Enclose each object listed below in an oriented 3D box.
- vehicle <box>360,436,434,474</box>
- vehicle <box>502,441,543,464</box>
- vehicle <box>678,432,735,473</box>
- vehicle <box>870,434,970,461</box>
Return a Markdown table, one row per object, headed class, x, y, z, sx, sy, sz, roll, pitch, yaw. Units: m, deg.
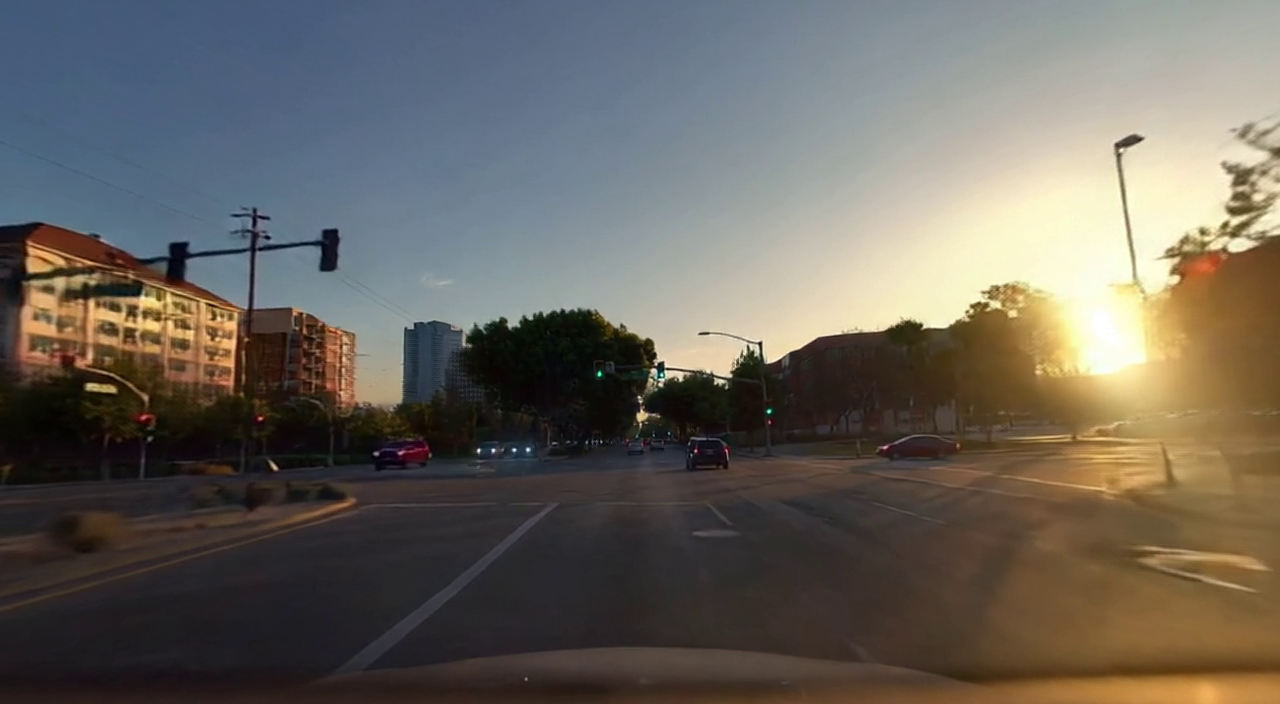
| class | x | y | z | sx | sy | sz | roll | pitch | yaw |
| --- | --- | --- | --- | --- | --- | --- | --- | --- | --- |
| vehicle | -12.245 | 5.221 | 32.171 | 1.951 | 1.759 | 4.518 | -1 | -8 | 0 |
| vehicle | -8.070 | 6.935 | 43.797 | 1.963 | 1.472 | 4.584 | -1 | -8 | 0 |
| vehicle | 3.033 | 4.701 | 29.723 | 2.069 | 1.761 | 4.610 | 0 | -8 | -1 |
| vehicle | 16.404 | 5.610 | 37.249 | 4.839 | 1.490 | 2.134 | -1 | -8 | 4 |
